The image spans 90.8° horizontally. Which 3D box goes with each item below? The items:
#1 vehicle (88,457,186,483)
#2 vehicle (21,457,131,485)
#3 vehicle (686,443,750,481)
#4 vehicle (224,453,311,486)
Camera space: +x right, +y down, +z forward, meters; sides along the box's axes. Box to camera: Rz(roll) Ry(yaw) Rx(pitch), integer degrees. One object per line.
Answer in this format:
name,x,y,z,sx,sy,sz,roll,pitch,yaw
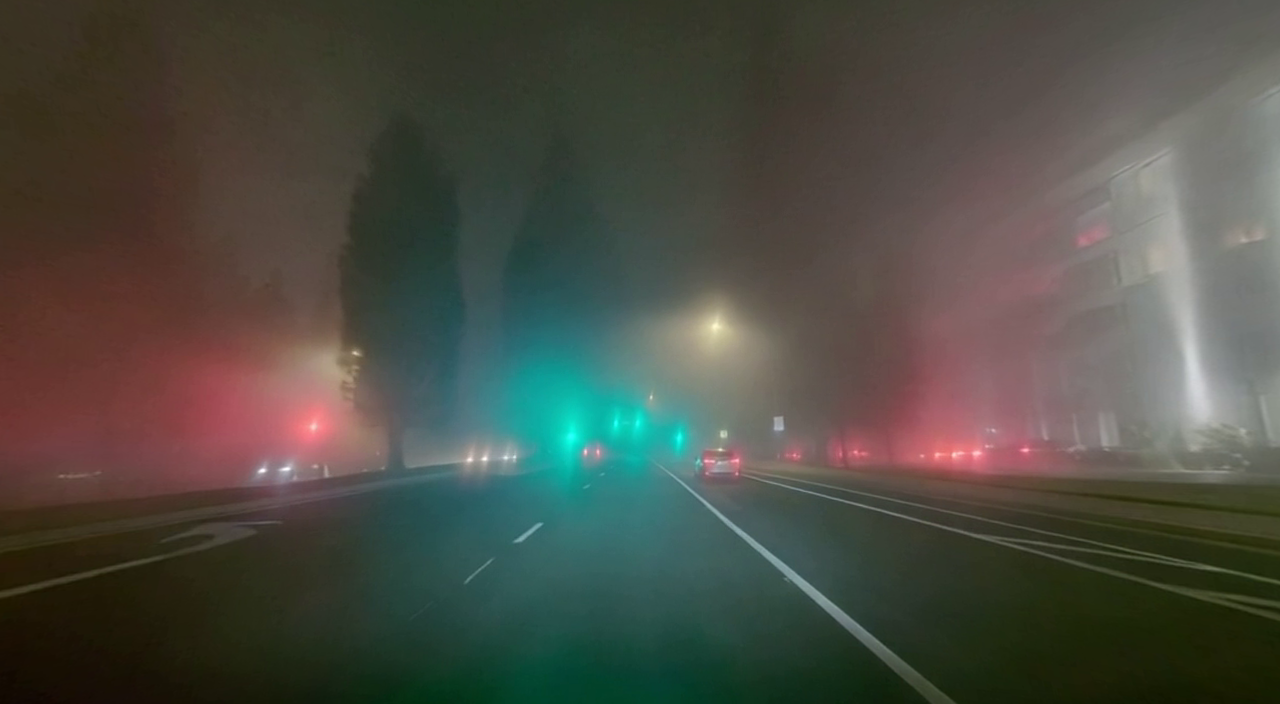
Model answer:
vehicle,-30.858,7.235,38.859,4.325,1.484,1.899,0,-9,-1
vehicle,-31.969,6.758,35.901,4.363,1.472,1.892,0,-9,-2
vehicle,3.226,4.648,26.976,1.966,1.449,4.290,0,-8,-3
vehicle,-19.321,6.095,33.013,1.876,1.506,4.231,-1,-8,2
